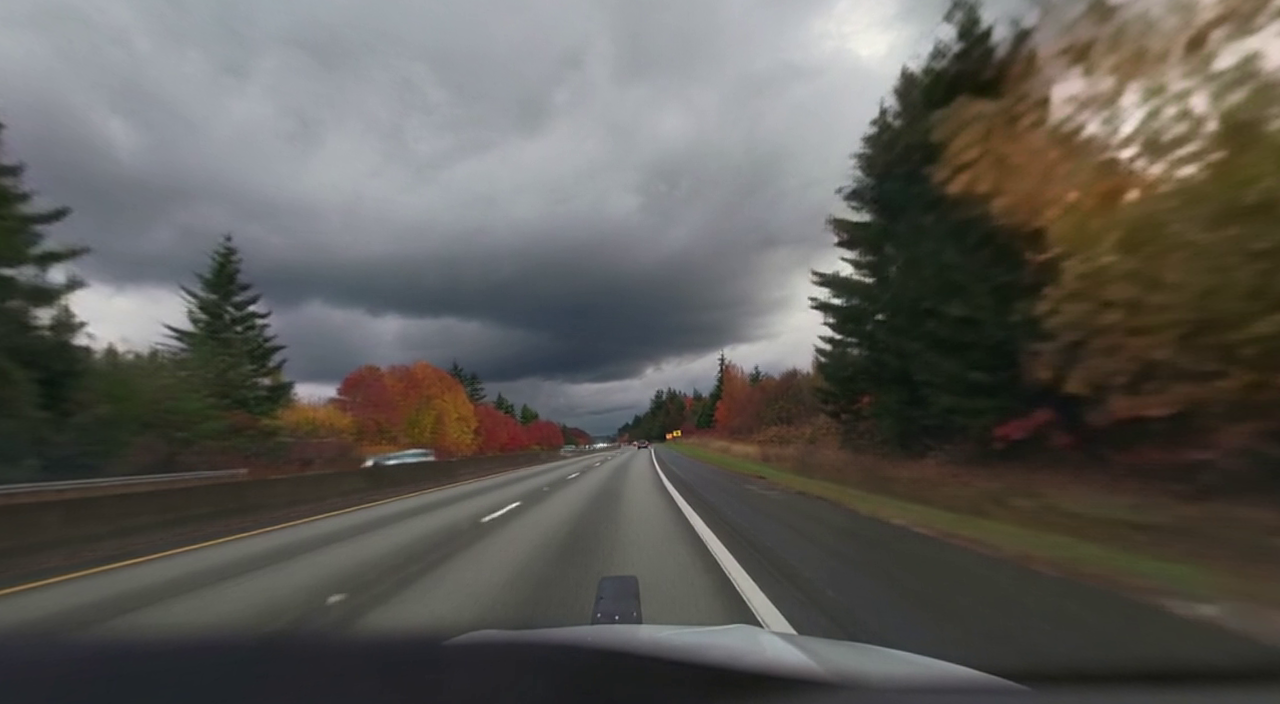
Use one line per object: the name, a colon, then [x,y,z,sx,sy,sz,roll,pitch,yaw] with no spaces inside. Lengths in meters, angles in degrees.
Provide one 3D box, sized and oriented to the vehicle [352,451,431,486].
vehicle: [-11.312,5.312,28.971,1.907,1.419,4.111,-1,-8,1]
